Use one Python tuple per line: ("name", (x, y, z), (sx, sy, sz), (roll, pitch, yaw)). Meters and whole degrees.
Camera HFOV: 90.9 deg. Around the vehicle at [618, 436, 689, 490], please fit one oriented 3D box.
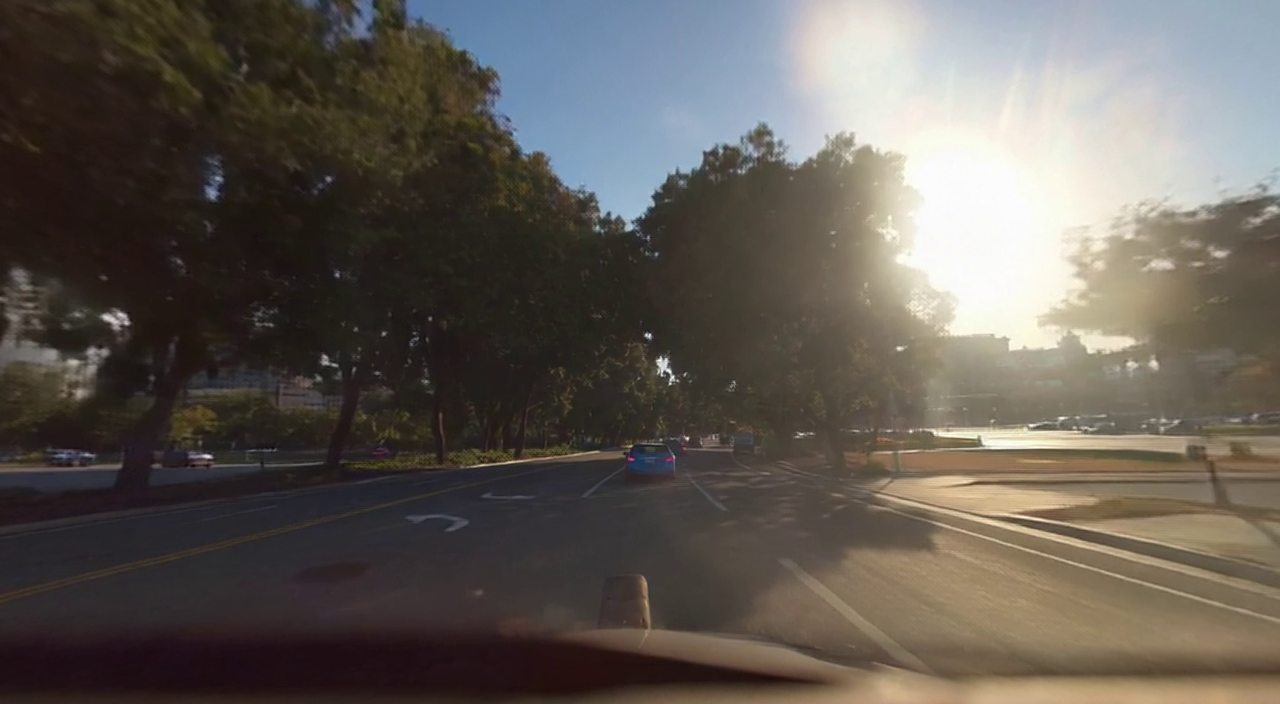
("vehicle", (0.417, 3.457, 19.951), (2.010, 1.535, 3.735), (0, -8, 1))
